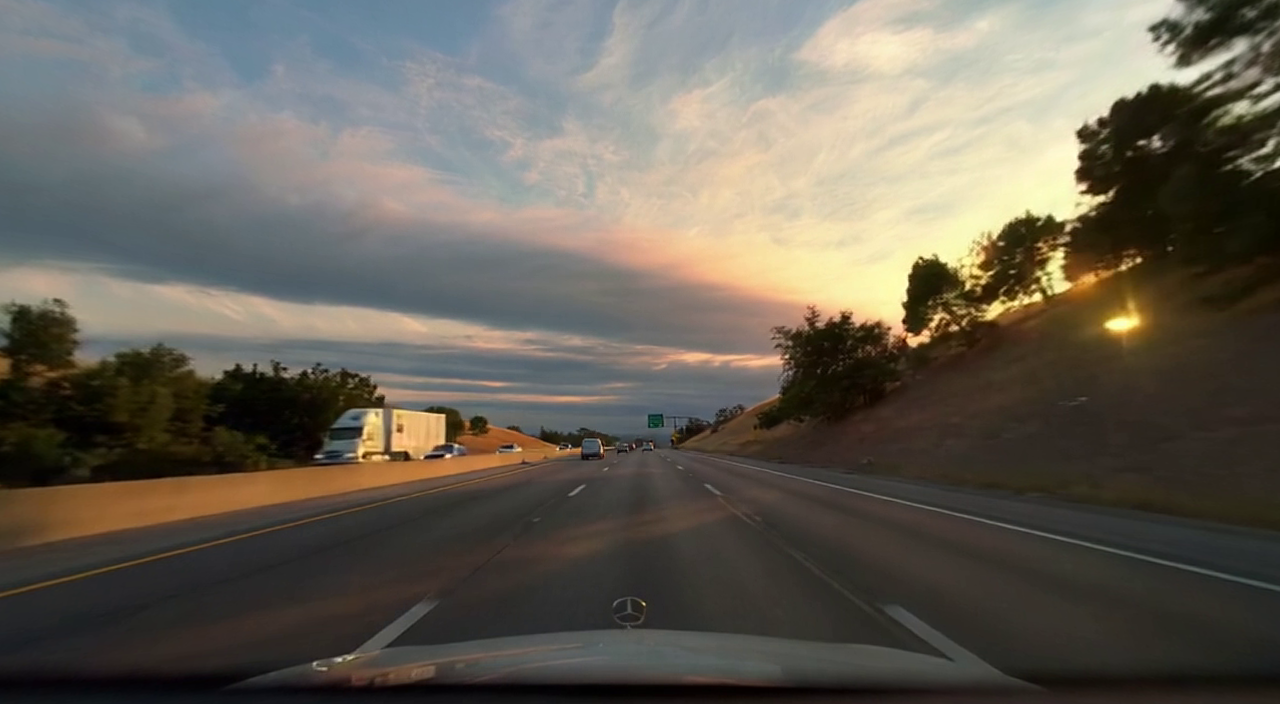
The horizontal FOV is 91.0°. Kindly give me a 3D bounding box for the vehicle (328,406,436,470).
[{"bbox_3d":[-16.986,5.827,42.401,2.987,3.827,9.899,0,-8,0],"label":"vehicle"}]

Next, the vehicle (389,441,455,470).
[{"bbox_3d":[-12.840,6.105,37.355,2.255,1.631,4.281,0,-8,1],"label":"vehicle"}]

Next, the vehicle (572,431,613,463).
[{"bbox_3d":[-3.150,6.452,42.692,2.286,2.011,4.452,0,-8,1],"label":"vehicle"}]
